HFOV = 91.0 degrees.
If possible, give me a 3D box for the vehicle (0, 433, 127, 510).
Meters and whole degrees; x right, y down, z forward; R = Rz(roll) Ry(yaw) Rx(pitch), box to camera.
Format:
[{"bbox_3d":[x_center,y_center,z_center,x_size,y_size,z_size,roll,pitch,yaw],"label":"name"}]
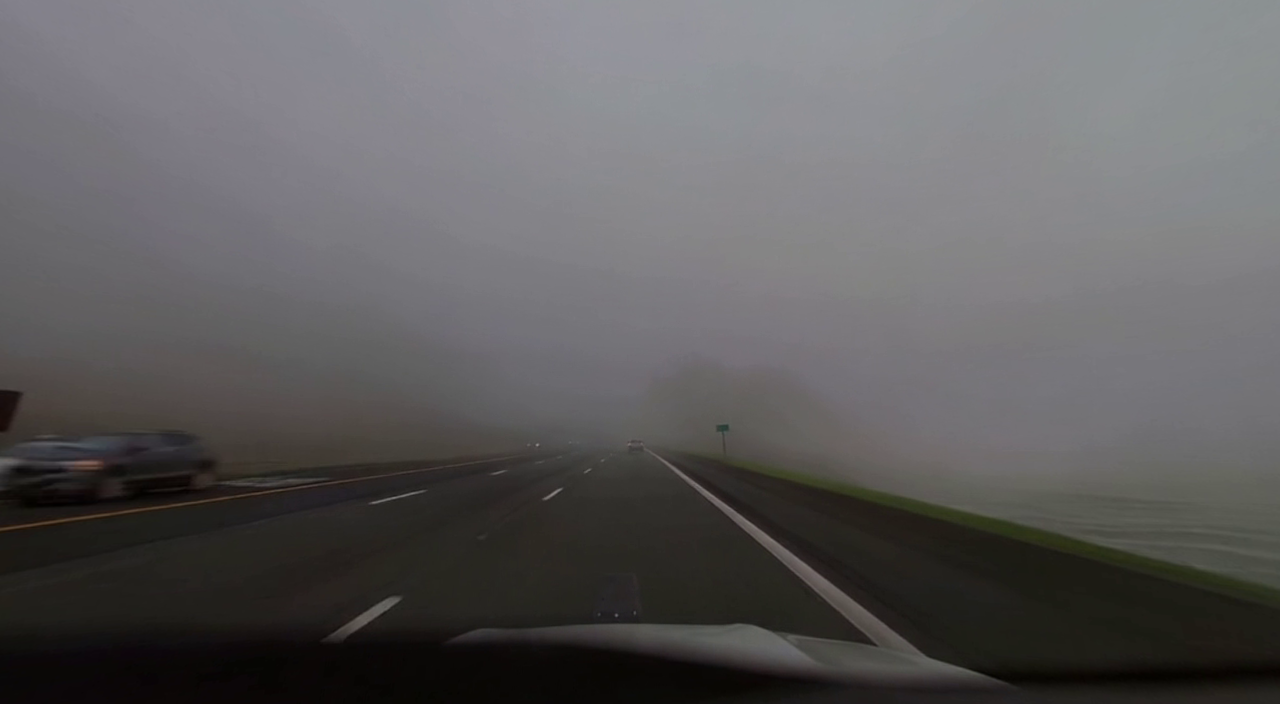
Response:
[{"bbox_3d":[-13.323,2.441,13.040,2.049,1.467,3.924,0,-8,0],"label":"vehicle"}]
